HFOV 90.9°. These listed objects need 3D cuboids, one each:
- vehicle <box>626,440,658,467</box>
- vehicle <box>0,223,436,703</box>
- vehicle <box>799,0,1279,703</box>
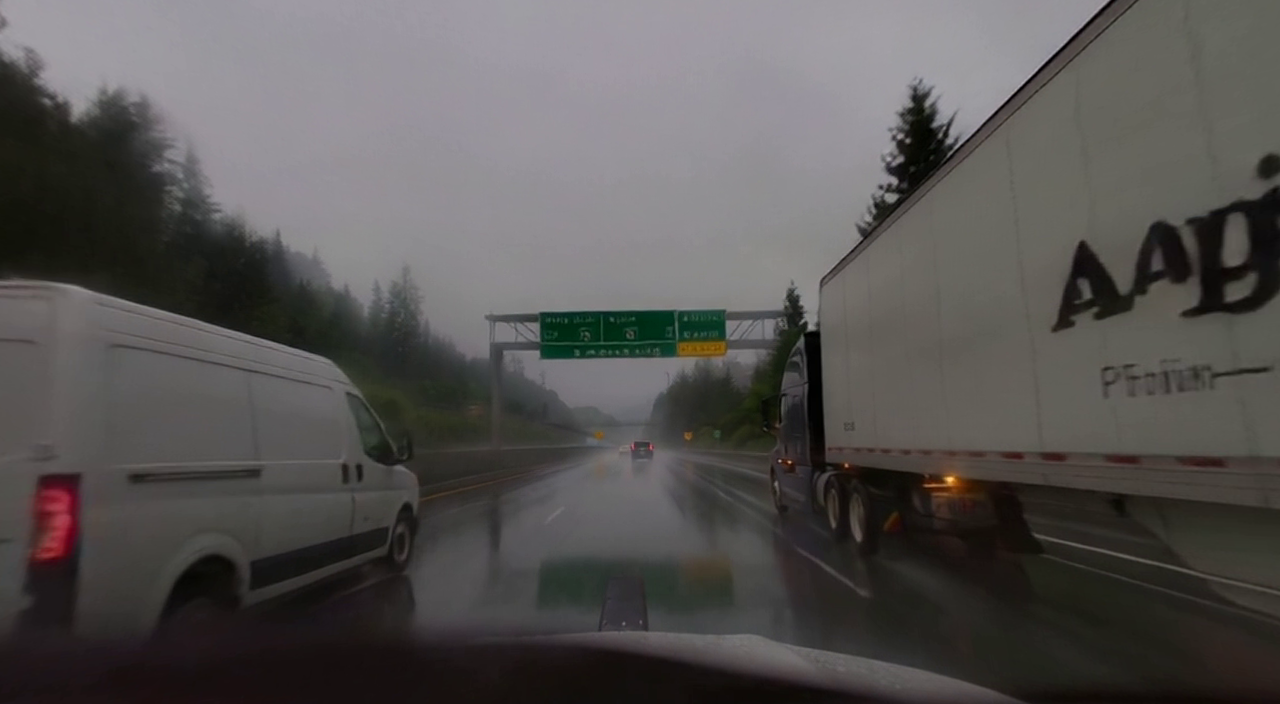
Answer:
[{"bbox_3d":[0.132,6.909,42.954,2.067,1.690,3.901,0,-9,0],"label":"vehicle"},{"bbox_3d":[-3.295,0.757,3.165,2.572,1.927,5.803,0,-9,0],"label":"vehicle"},{"bbox_3d":[4.337,-0.129,4.023,3.011,4.028,13.890,0,-9,0],"label":"vehicle"}]
